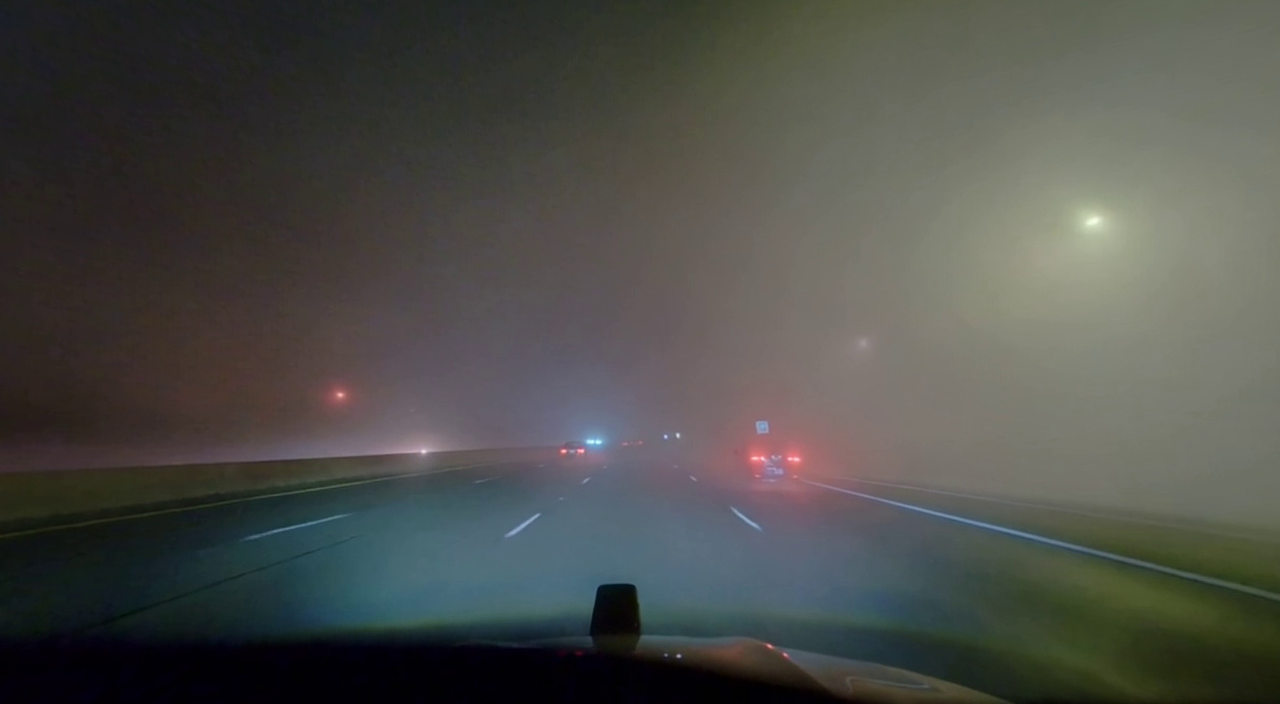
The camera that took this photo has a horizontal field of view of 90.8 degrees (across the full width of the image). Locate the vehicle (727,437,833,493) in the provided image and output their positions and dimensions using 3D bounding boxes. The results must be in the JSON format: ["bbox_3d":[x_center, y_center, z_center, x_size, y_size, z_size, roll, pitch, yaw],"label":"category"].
[{"bbox_3d":[4.025,3.333,18.997,2.060,1.485,4.274,0,-8,-2],"label":"vehicle"}]

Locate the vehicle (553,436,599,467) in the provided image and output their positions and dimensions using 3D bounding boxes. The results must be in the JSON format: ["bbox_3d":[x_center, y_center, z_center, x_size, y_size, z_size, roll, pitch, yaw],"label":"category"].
[{"bbox_3d":[-3.587,5.671,36.068,2.048,1.618,4.424,0,-9,1],"label":"vehicle"}]
